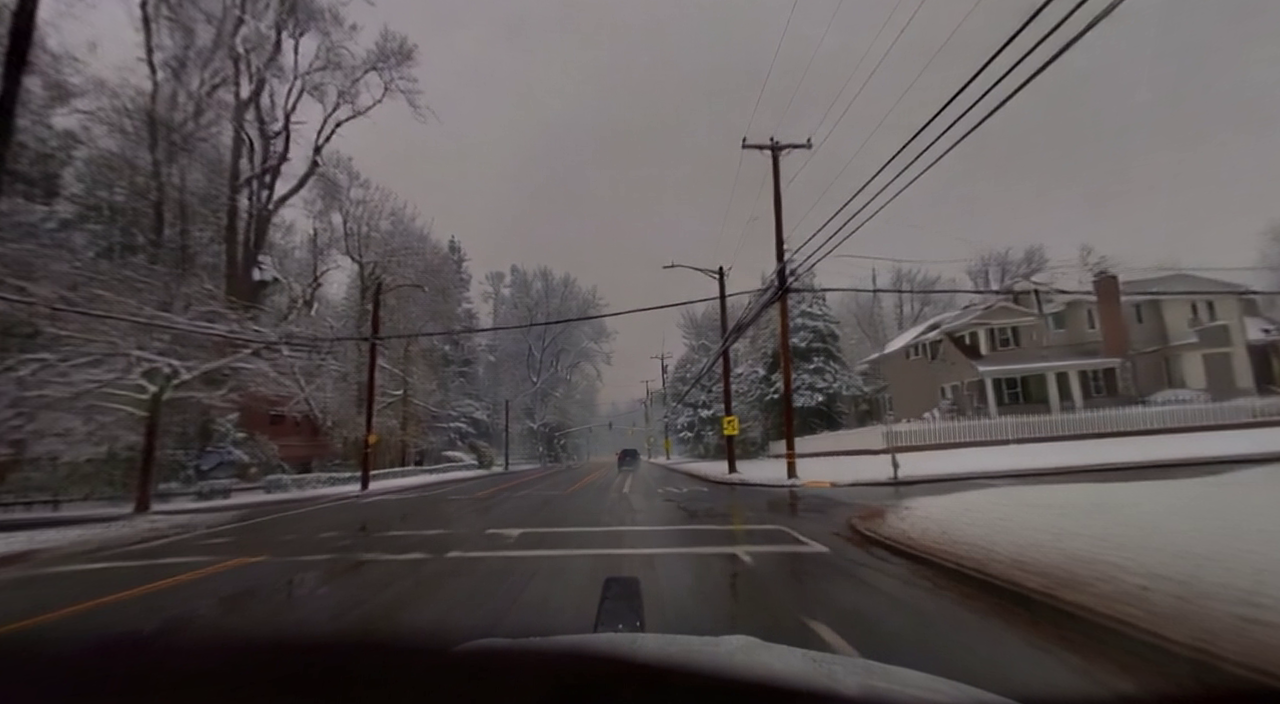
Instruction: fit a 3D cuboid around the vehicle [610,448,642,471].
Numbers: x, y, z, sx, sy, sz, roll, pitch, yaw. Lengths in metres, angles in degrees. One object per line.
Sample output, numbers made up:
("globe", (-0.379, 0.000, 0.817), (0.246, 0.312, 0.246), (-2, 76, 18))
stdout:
("vehicle", (-0.983, 7.391, 43.539), (2.104, 1.500, 3.815), (0, -9, -2))
